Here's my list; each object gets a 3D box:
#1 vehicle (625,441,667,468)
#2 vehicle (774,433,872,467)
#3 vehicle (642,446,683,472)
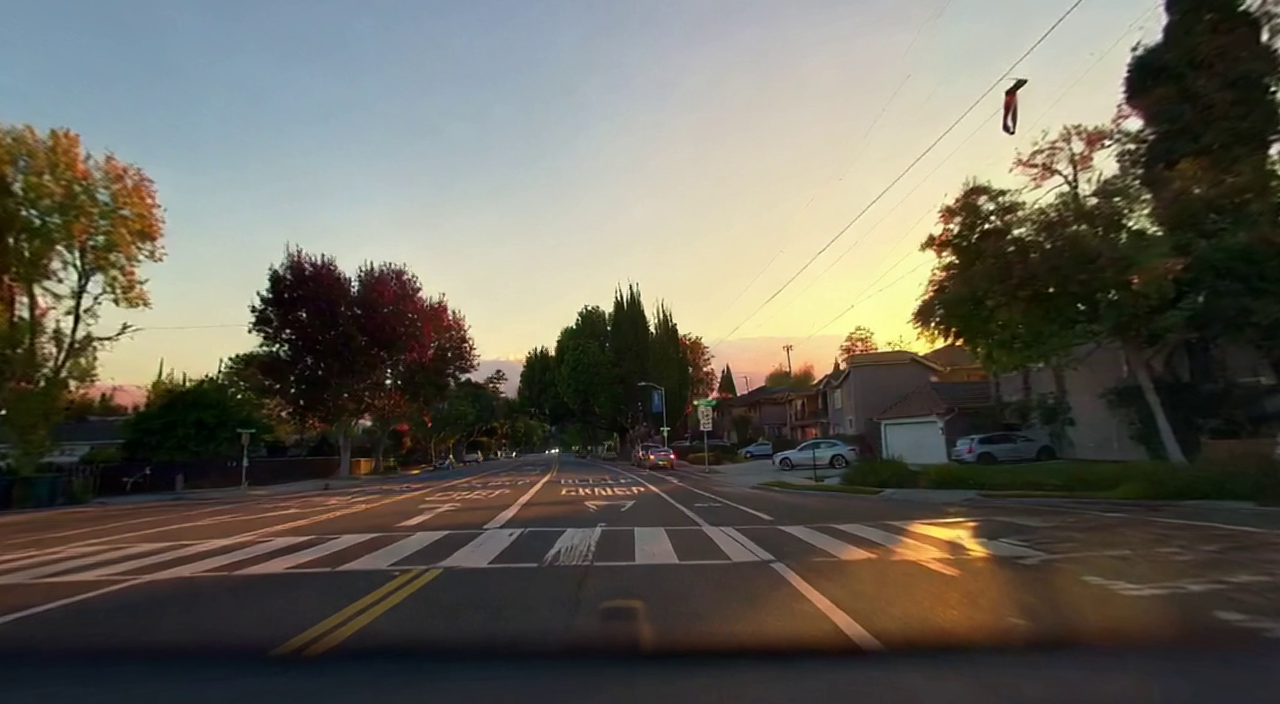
[{"bbox_3d":[0.351,7.506,46.560,2.293,1.858,5.868,1,-9,-7],"label":"vehicle"},{"bbox_3d":[9.485,5.094,32.934,4.492,1.619,1.849,-6,-10,32],"label":"vehicle"},{"bbox_3d":[1.369,6.720,39.908,1.919,1.474,4.370,1,-9,-7],"label":"vehicle"}]
